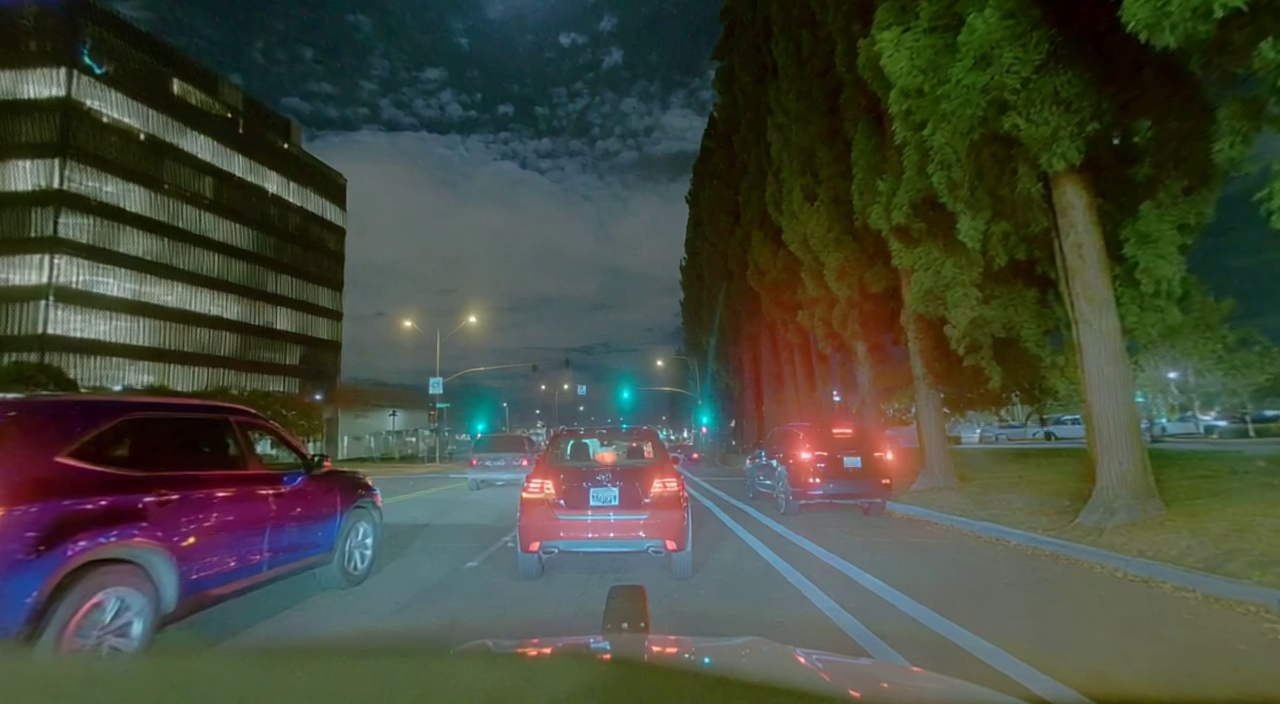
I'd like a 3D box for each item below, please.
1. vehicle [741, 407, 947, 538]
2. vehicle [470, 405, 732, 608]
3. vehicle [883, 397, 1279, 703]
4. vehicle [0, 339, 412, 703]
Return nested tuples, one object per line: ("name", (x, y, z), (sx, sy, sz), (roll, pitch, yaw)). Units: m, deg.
("vehicle", (3.326, 2.087, 11.532), (2.117, 1.879, 4.715), (0, -8, -1))
("vehicle", (-0.366, 1.585, 7.421), (2.114, 1.631, 4.459), (0, -8, -1))
("vehicle", (3.245, 1.069, 3.381), (2.045, 1.459, 4.462), (0, -8, -1))
("vehicle", (-3.759, 1.138, 4.867), (2.141, 1.718, 4.809), (0, -8, 0))
